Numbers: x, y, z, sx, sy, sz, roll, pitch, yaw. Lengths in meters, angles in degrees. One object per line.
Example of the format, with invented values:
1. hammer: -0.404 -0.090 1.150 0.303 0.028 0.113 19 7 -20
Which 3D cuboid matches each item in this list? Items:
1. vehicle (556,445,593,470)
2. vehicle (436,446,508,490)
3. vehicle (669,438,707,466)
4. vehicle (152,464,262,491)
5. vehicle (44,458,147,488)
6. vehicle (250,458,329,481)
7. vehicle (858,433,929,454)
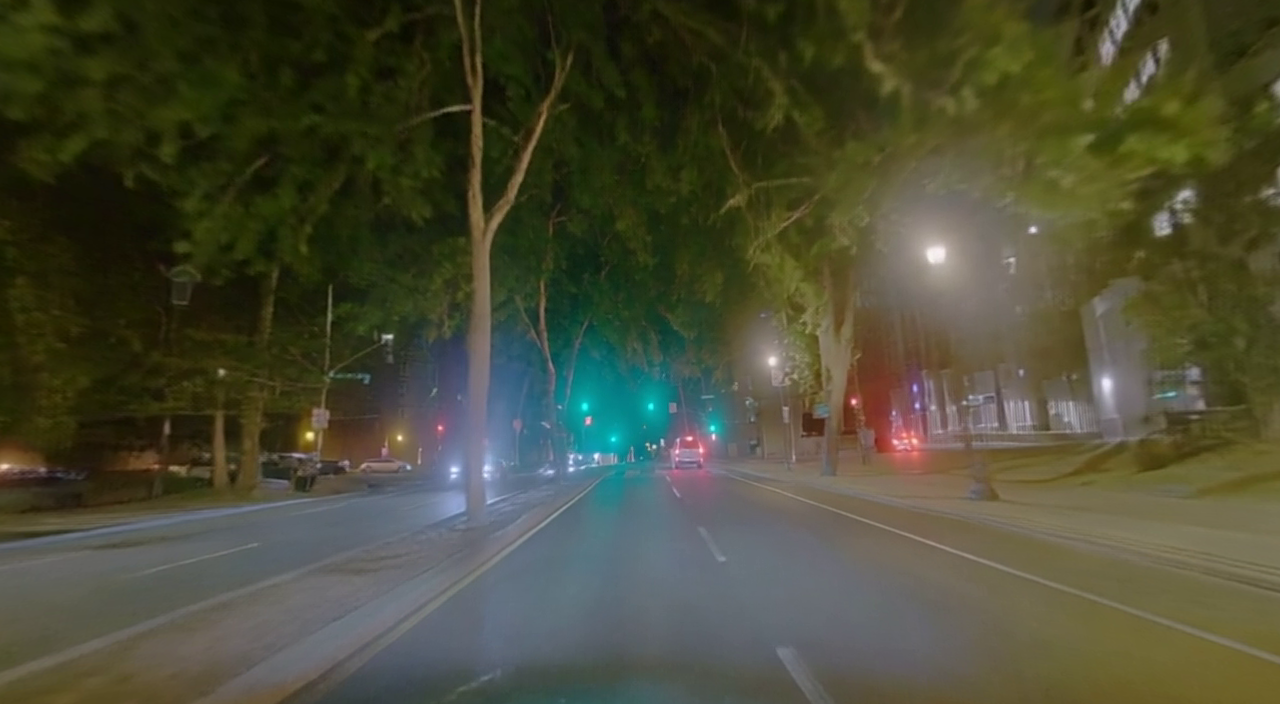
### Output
1. vehicle: -4.522 7.329 44.102 1.991 1.614 4.718 0 -9 1
2. vehicle: -7.535 5.214 28.745 1.962 1.807 4.541 0 -9 1
3. vehicle: 3.068 6.586 41.486 2.129 1.719 4.205 0 -9 0
4. vehicle: -24.880 7.219 36.336 4.815 1.469 2.056 0 -9 1
5. vehicle: -35.228 7.832 40.881 4.673 1.771 2.118 1 -10 2
6. vehicle: -24.519 8.222 44.184 4.359 1.457 2.043 0 -9 2
7. vehicle: 18.975 6.871 47.254 4.459 1.525 1.956 0 -9 0
